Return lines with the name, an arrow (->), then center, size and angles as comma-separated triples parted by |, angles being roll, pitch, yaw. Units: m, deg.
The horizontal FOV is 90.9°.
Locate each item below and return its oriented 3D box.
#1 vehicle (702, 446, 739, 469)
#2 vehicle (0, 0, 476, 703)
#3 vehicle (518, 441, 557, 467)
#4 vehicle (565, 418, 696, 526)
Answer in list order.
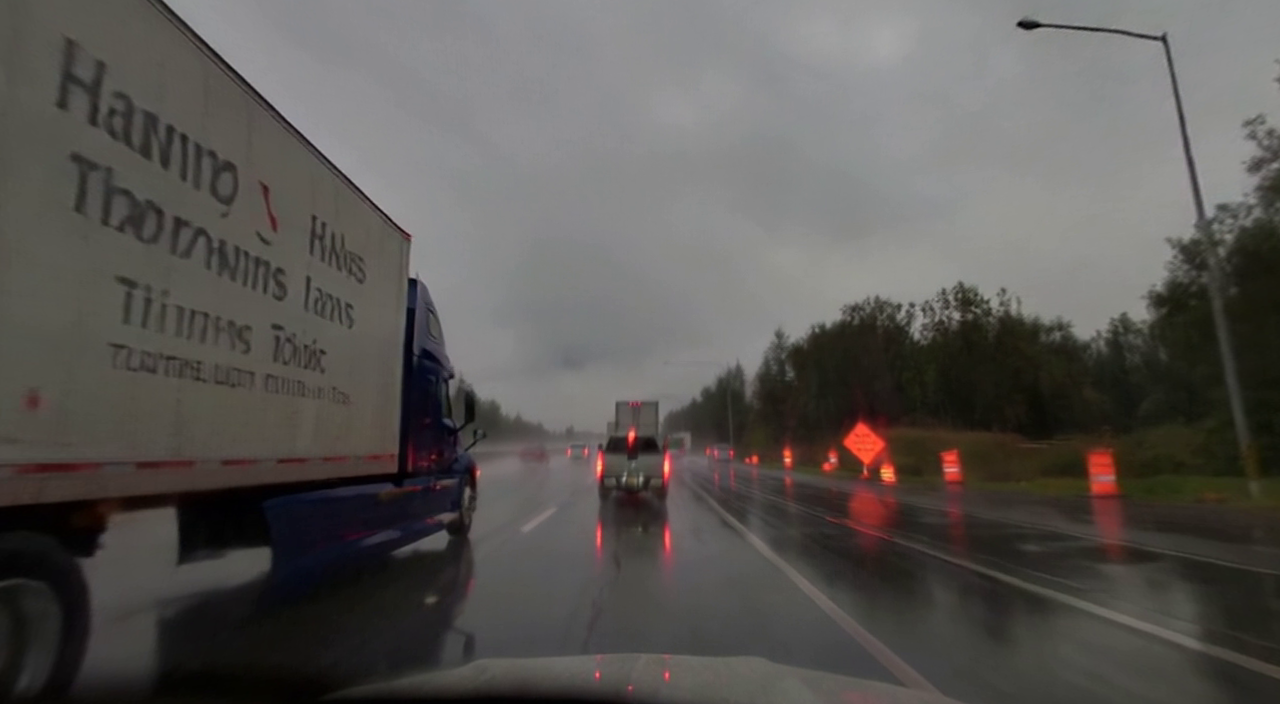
vehicle -> 5.519, 7.268, 43.808 | 1.918, 1.479, 4.571 | 0, -9, -1
vehicle -> -3.816, 0.163, 4.451 | 2.990, 3.885, 8.243 | 0, -9, 0
vehicle -> -7.103, 7.088, 44.121 | 1.950, 1.716, 4.436 | 0, -9, 1
vehicle -> -0.179, 2.284, 12.462 | 2.152, 1.779, 3.924 | 0, -9, -1
